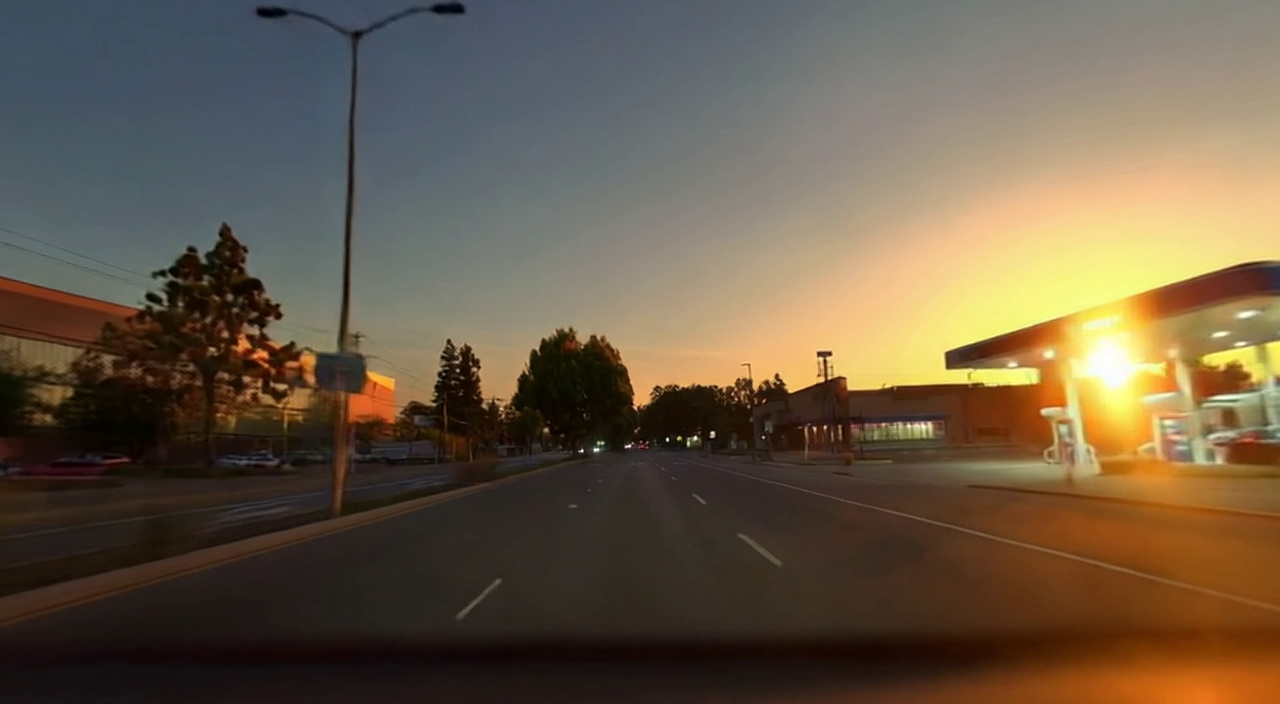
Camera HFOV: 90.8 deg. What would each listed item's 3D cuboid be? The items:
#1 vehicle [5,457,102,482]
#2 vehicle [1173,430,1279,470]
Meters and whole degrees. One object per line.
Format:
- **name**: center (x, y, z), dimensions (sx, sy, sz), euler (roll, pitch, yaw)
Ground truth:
- **vehicle**: center (-35.350, 7.055, 38.122), dimensions (4.209, 1.441, 1.793), euler (-1, -9, 5)
- **vehicle**: center (23.076, 3.710, 24.002), dimensions (1.747, 1.371, 4.368), euler (-2, -10, -1)
